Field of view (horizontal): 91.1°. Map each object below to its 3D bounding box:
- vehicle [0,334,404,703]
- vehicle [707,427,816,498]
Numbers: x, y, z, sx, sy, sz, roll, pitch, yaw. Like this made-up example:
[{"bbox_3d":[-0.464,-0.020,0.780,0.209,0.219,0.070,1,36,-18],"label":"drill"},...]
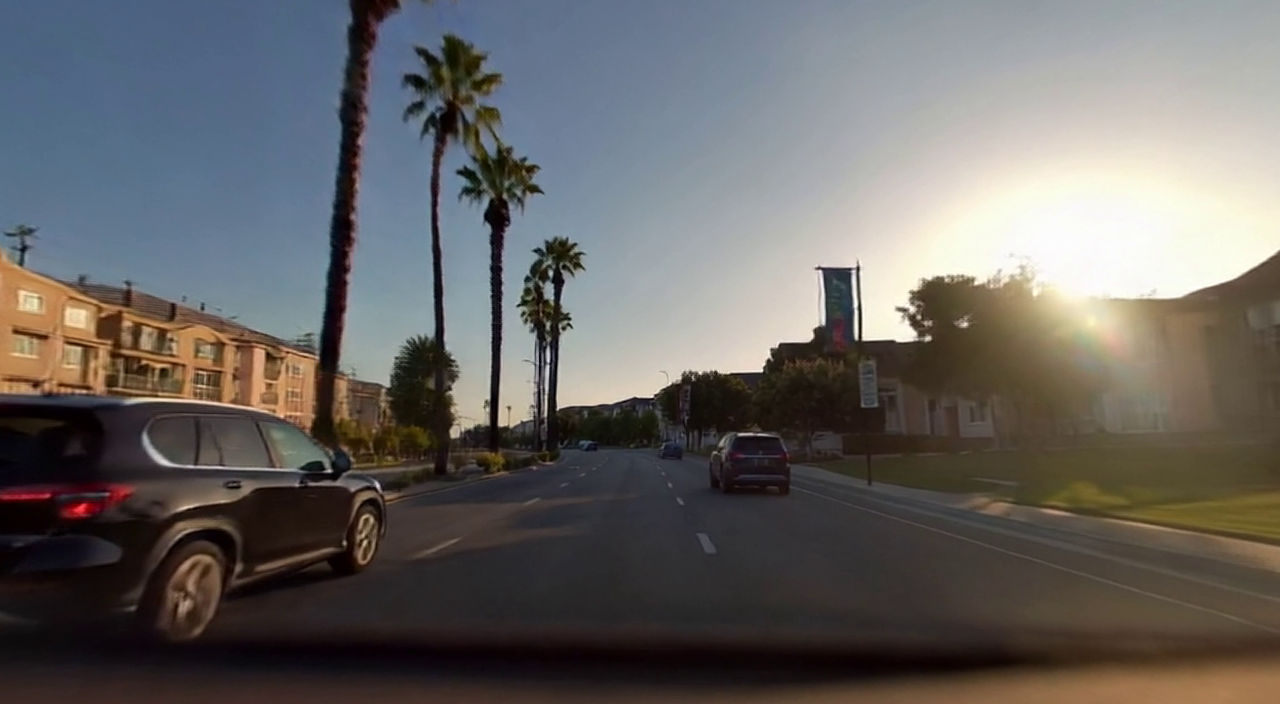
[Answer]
[{"bbox_3d":[-3.899,1.141,4.943,2.150,1.768,4.868,0,-9,0],"label":"vehicle"},{"bbox_3d":[3.373,3.189,18.551,2.195,1.804,4.658,0,-9,-1],"label":"vehicle"}]
